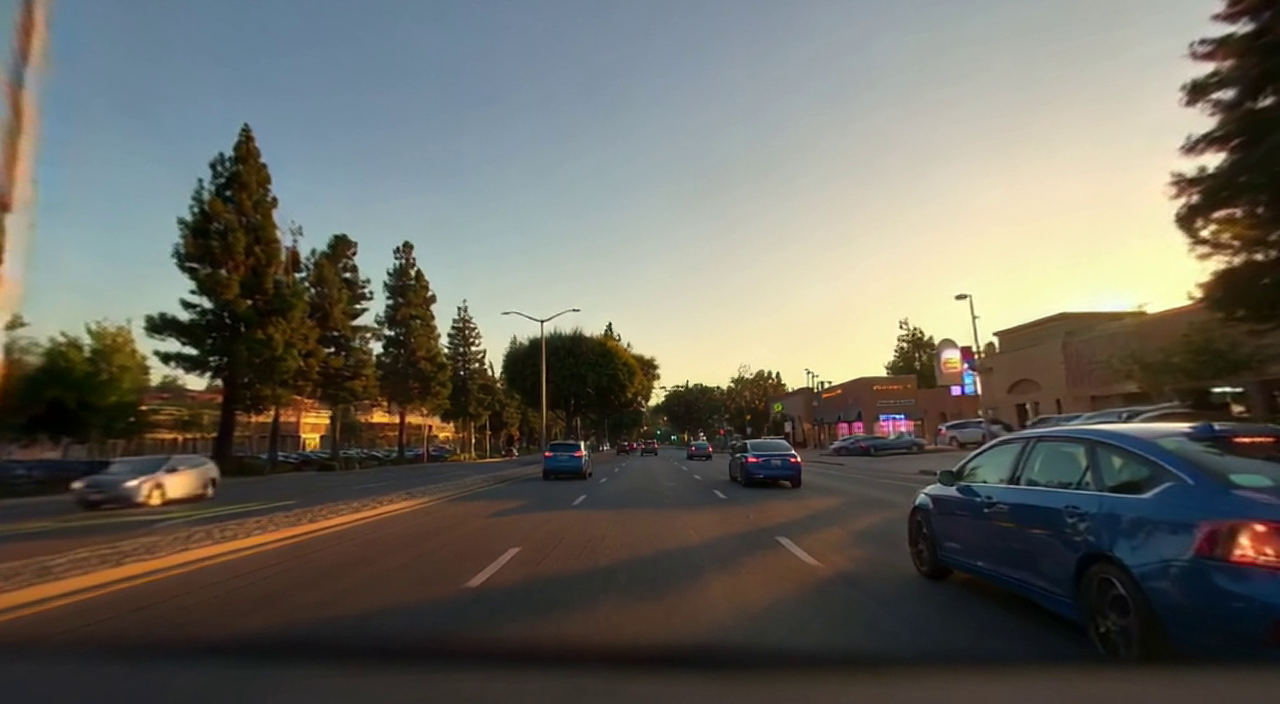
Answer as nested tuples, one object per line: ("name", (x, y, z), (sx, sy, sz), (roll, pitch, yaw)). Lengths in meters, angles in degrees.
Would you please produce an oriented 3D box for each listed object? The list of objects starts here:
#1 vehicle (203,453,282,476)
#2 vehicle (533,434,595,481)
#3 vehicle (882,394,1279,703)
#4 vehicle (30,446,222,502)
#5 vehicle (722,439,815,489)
("vehicle", (-30.396, 8.592, 48.339), (1.998, 1.623, 4.681), (-4, -9, 23))
("vehicle", (-3.000, 4.282, 25.797), (1.981, 1.731, 4.360), (0, -8, 1))
("vehicle", (3.527, 1.164, 4.175), (1.976, 1.491, 4.714), (0, -8, 0))
("vehicle", (-19.508, 4.612, 24.468), (2.501, 1.862, 5.754), (-1, -8, 2))
("vehicle", (4.131, 3.672, 21.102), (2.036, 1.480, 4.659), (0, -8, -1))
